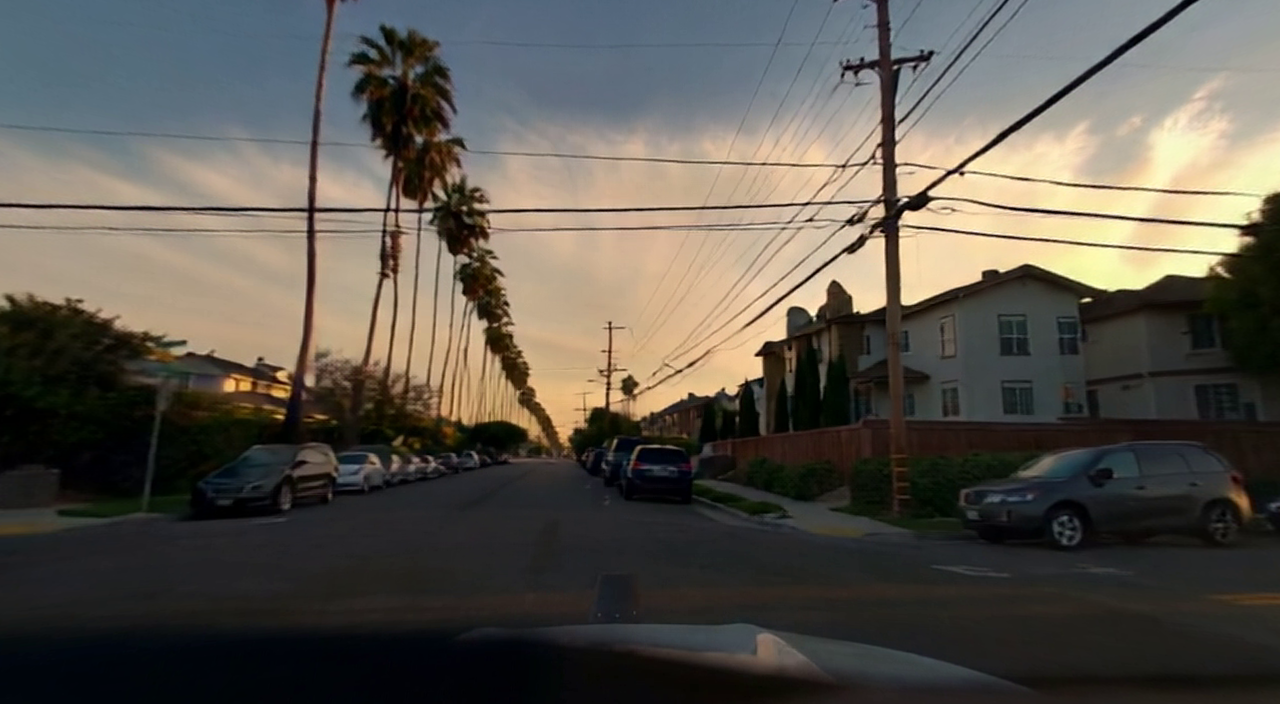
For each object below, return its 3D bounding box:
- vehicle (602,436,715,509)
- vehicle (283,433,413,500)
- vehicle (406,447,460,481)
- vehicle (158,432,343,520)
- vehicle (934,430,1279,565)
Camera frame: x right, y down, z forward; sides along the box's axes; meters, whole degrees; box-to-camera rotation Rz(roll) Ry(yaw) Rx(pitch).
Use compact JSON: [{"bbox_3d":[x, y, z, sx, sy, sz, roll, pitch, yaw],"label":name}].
[{"bbox_3d":[0.347,3.618,19.646,2.505,1.895,5.805,2,-9,-8],"label":"vehicle"},{"bbox_3d":[-9.775,3.862,21.860,2.301,1.939,6.143,1,-9,-8],"label":"vehicle"},{"bbox_3d":[-12.305,6.681,37.874,2.178,1.865,4.658,1,-9,-8],"label":"vehicle"},{"bbox_3d":[-8.849,2.818,14.940,2.198,1.724,4.493,2,-9,-11],"label":"vehicle"},{"bbox_3d":[8.880,2.477,11.522,5.971,1.967,2.385,0,-9,-11],"label":"vehicle"}]
